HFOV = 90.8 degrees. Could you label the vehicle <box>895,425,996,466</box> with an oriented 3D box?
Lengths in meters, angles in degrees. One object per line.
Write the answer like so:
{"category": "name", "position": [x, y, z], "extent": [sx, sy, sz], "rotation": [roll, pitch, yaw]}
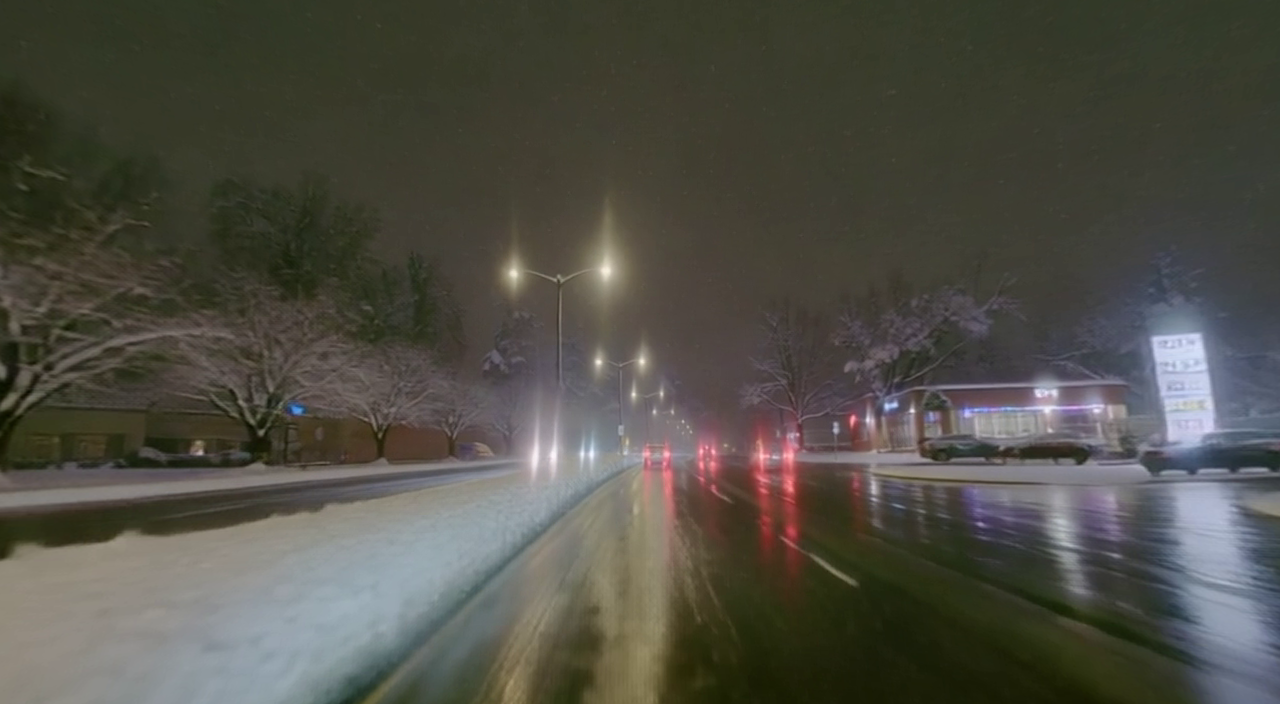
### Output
{"category": "vehicle", "position": [21.606, 6.651, 44.884], "extent": [5.953, 2.747, 2.389], "rotation": [1, -9, -7]}

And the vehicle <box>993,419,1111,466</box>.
{"category": "vehicle", "position": [29.454, 6.498, 45.326], "extent": [6.569, 3.235, 2.798], "rotation": [1, -9, -8]}

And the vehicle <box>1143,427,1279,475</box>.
{"category": "vehicle", "position": [22.032, 3.758, 24.113], "extent": [1.864, 1.655, 4.179], "rotation": [1, -9, -6]}

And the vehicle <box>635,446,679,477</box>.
{"category": "vehicle", "position": [0.890, 5.536, 32.148], "extent": [2.095, 1.456, 3.873], "rotation": [-1, -9, 2]}

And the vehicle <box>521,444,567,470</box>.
{"category": "vehicle", "position": [-6.602, 7.272, 43.958], "extent": [2.102, 1.735, 4.491], "rotation": [-1, -8, 5]}
